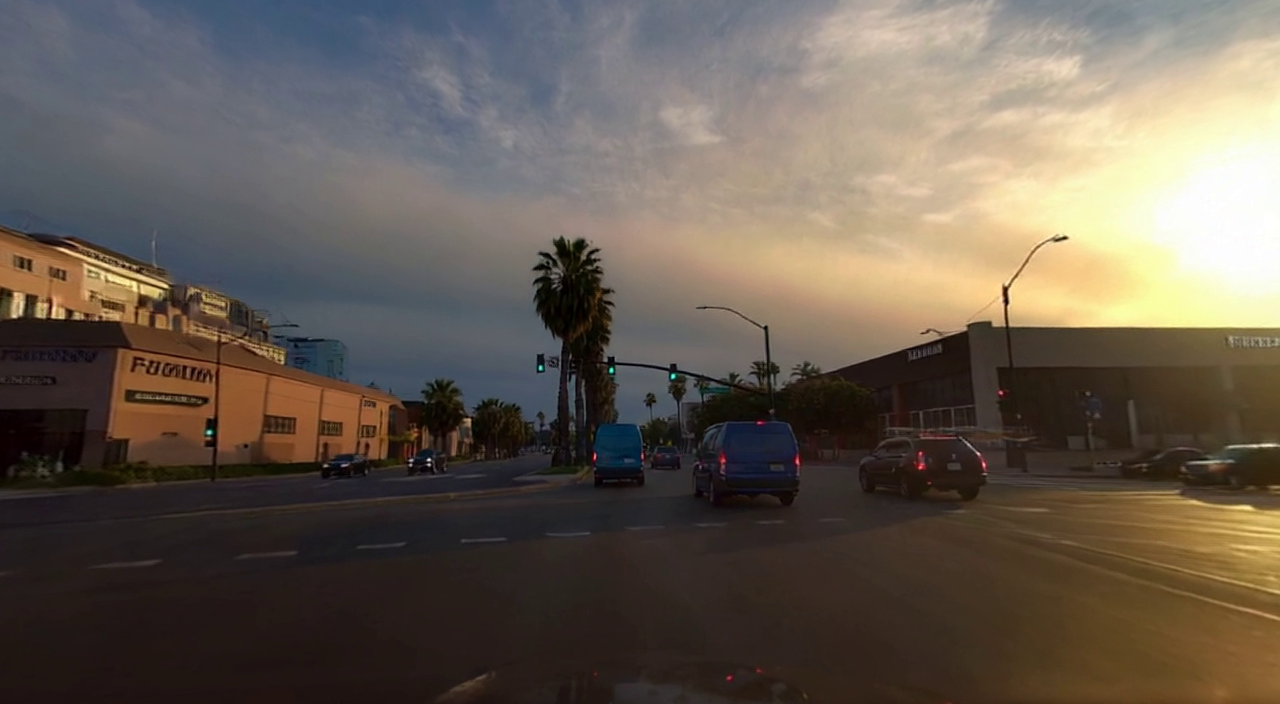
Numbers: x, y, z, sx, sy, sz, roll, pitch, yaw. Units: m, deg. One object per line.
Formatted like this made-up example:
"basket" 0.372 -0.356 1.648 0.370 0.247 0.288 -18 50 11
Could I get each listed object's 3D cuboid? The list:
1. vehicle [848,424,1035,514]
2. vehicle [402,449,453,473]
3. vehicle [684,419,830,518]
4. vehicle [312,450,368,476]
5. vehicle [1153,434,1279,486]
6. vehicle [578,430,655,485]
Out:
"vehicle" 6.813 2.683 14.968 2.023 1.771 4.488 0 -8 -3
"vehicle" -14.772 7.581 44.159 2.067 1.435 4.558 0 -8 -1
"vehicle" 2.385 2.543 14.322 2.200 1.847 4.618 0 -8 -3
"vehicle" -22.705 8.388 47.982 1.957 1.753 4.464 -1 -8 2
"vehicle" 21.214 3.779 22.341 4.442 1.671 2.177 1 -9 -9
"vehicle" -0.969 4.341 26.315 2.848 1.991 5.706 0 -8 -2
